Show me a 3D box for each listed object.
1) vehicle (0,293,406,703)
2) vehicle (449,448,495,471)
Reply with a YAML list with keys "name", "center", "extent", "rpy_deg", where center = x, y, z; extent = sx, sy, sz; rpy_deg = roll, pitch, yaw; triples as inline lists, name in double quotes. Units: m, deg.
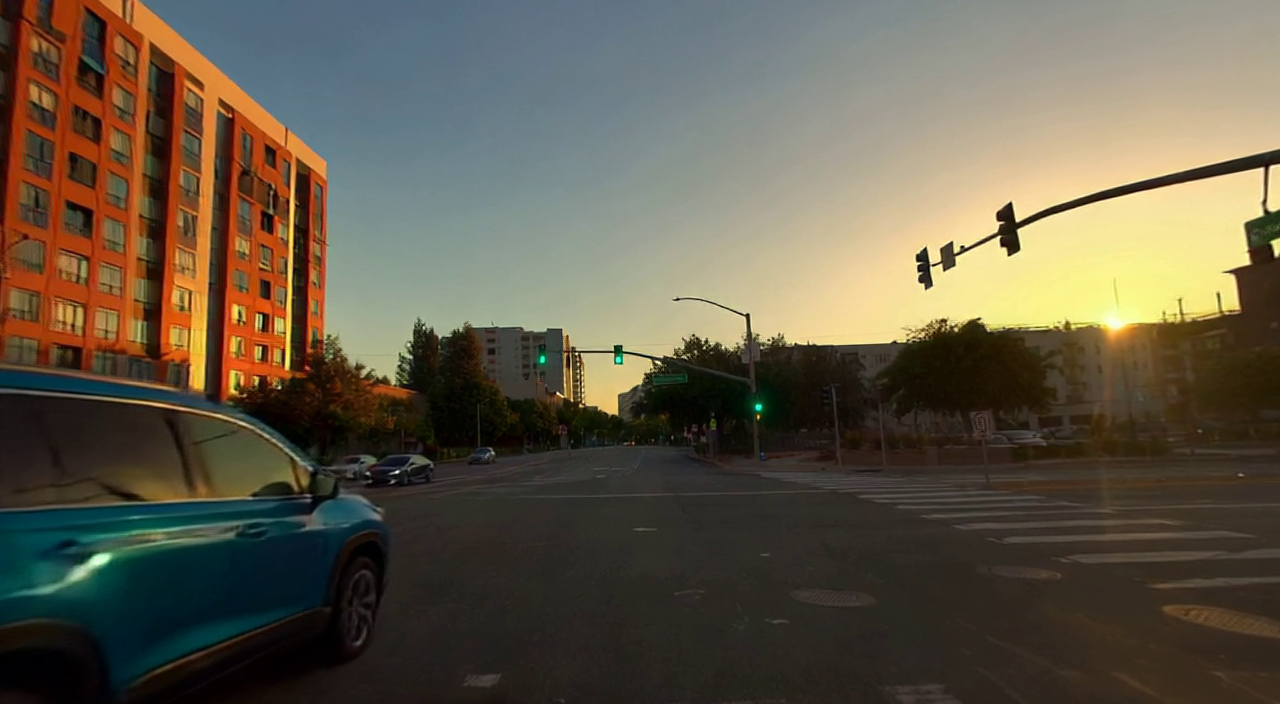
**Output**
- name: "vehicle"
  center: [-3.061, 0.869, 2.969]
  extent: [2.123, 1.799, 4.425]
  rpy_deg: [0, -8, 1]
- name: "vehicle"
  center: [-11.904, 7.639, 44.987]
  extent: [1.980, 1.452, 4.318]
  rpy_deg: [0, -8, 2]
